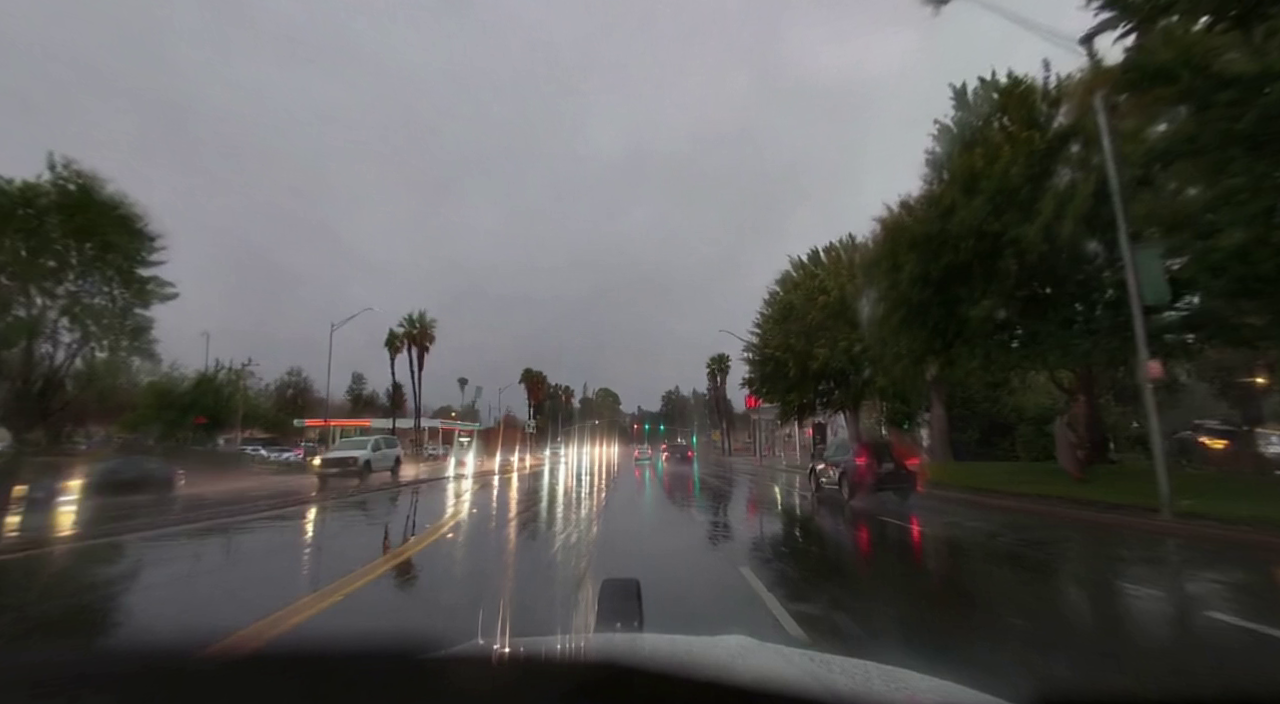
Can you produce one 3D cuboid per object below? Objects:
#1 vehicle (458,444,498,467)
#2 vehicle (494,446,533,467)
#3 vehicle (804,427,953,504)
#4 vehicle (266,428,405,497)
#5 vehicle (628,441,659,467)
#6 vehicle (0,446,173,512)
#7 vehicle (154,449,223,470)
[{"bbox_3d":[-12.725,8.139,49.944,1.958,1.701,4.082,-1,-9,2],"label":"vehicle"},{"bbox_3d":[-9.161,7.592,46.256,1.891,1.473,4.297,-1,-9,1],"label":"vehicle"},{"bbox_3d":[6.279,3.046,17.438,2.066,1.807,4.893,0,-8,-1],"label":"vehicle"},{"bbox_3d":[-9.534,3.494,20.356,2.061,1.915,4.589,-1,-9,2],"label":"vehicle"},{"bbox_3d":[0.249,7.491,46.659,2.177,1.754,3.815,0,-8,1],"label":"vehicle"},{"bbox_3d":[-16.269,3.554,18.294,1.965,1.638,4.589,0,-9,1],"label":"vehicle"},{"bbox_3d":[-35.175,8.377,49.330,3.864,1.530,1.961,0,-8,2],"label":"vehicle"}]
